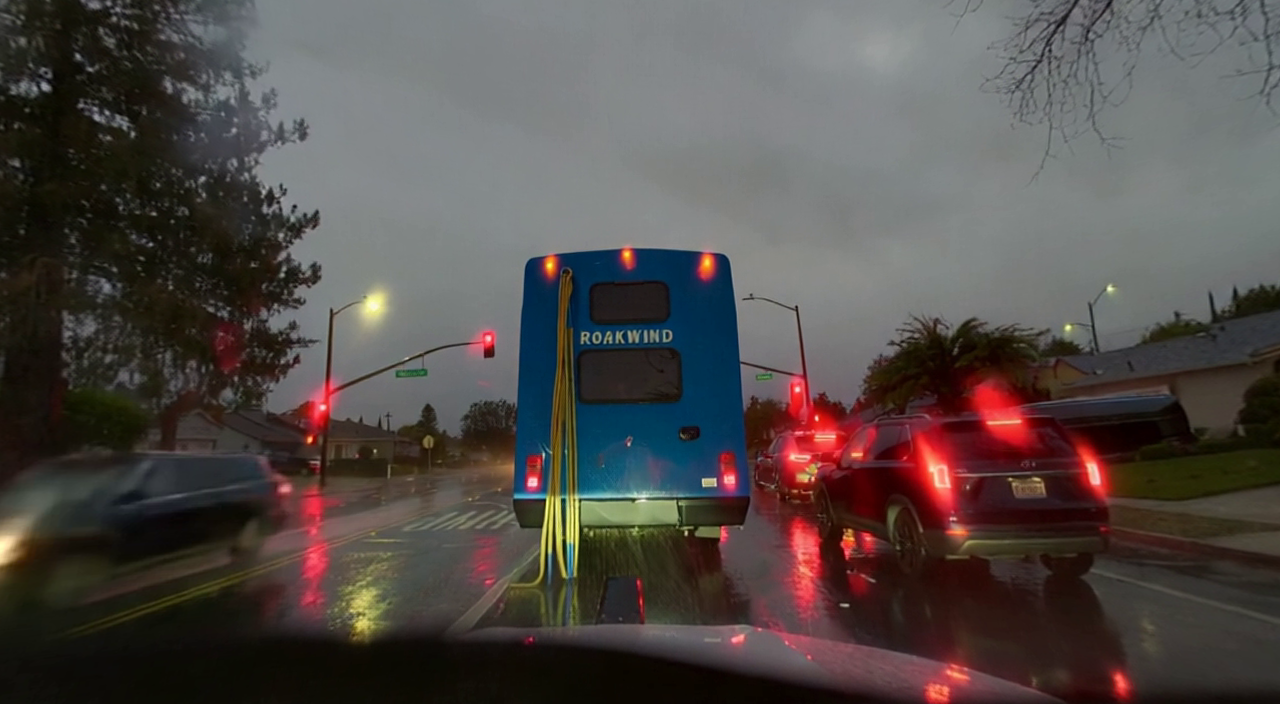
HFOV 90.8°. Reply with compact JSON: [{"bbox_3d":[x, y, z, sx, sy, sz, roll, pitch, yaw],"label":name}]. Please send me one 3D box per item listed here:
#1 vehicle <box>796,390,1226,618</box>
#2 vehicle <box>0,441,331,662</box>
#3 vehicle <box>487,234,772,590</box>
[{"bbox_3d":[3.410,1.494,7.134,2.104,1.735,4.408,0,-9,0],"label":"vehicle"},{"bbox_3d":[-5.376,1.714,6.625,1.979,1.483,4.668,0,-9,-1],"label":"vehicle"},{"bbox_3d":[-0.106,1.131,10.318,2.709,3.511,8.213,0,-9,0],"label":"vehicle"}]
